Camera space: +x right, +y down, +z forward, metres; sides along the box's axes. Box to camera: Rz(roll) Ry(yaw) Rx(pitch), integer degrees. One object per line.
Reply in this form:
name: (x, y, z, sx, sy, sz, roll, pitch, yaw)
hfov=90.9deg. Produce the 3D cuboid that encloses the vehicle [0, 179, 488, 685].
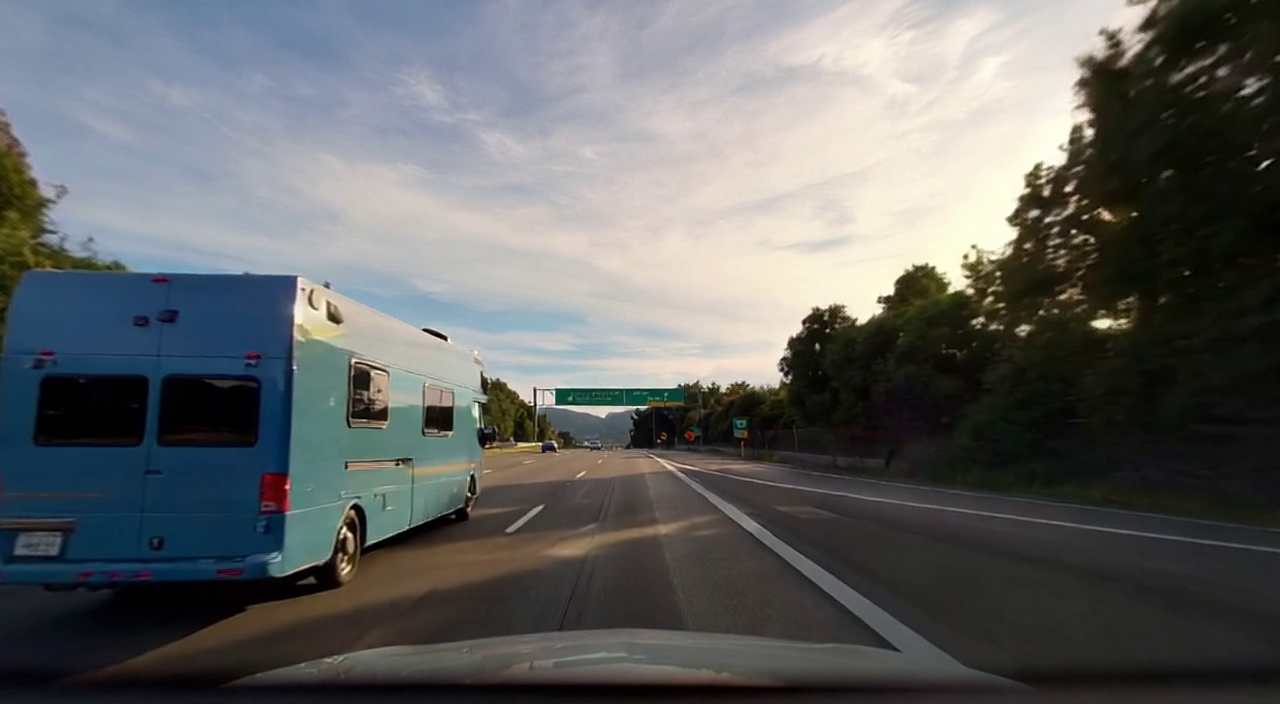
vehicle: (-3.971, 0.884, 7.777, 2.676, 3.269, 7.388, 0, -7, -3)
